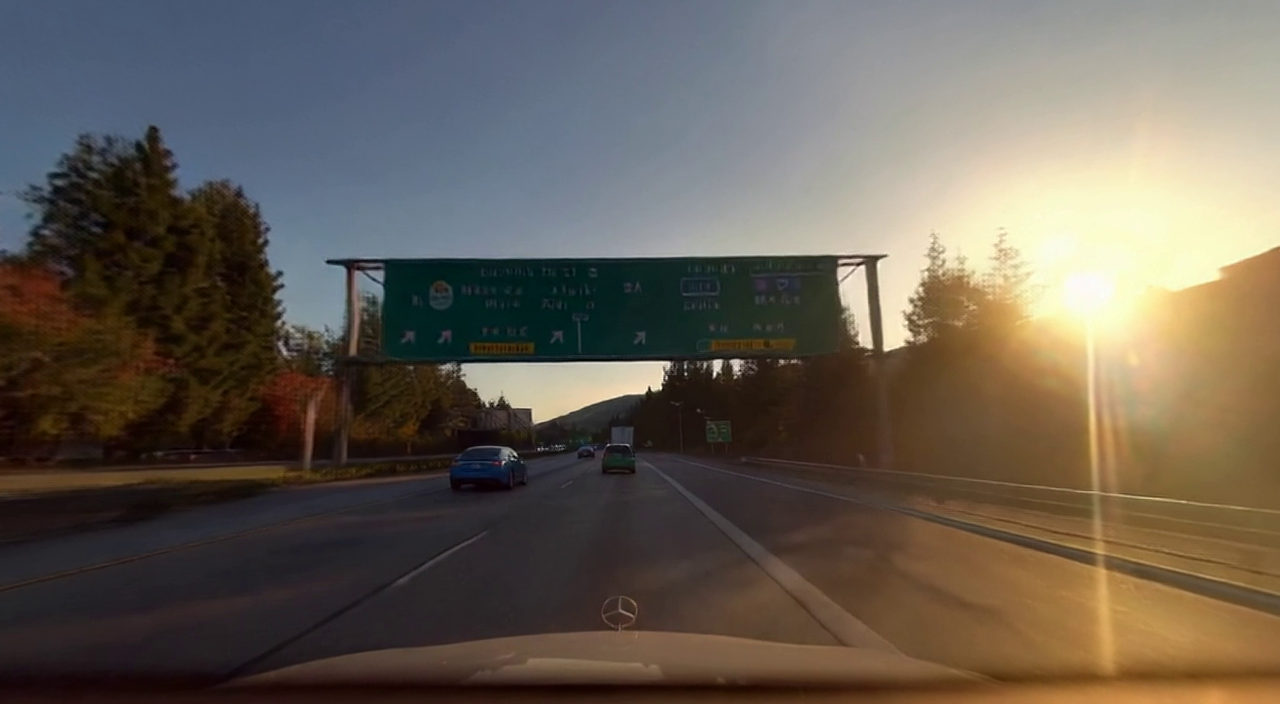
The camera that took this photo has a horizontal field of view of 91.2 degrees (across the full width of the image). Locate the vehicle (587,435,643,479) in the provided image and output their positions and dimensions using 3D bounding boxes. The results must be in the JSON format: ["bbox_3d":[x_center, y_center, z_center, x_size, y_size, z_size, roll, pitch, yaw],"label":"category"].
[{"bbox_3d":[-1.035,4.478,26.866,2.220,1.711,4.056,0,-9,-1],"label":"vehicle"}]

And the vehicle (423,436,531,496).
[{"bbox_3d":[-4.859,3.471,19.462,2.103,1.588,4.709,-1,-9,0],"label":"vehicle"}]
